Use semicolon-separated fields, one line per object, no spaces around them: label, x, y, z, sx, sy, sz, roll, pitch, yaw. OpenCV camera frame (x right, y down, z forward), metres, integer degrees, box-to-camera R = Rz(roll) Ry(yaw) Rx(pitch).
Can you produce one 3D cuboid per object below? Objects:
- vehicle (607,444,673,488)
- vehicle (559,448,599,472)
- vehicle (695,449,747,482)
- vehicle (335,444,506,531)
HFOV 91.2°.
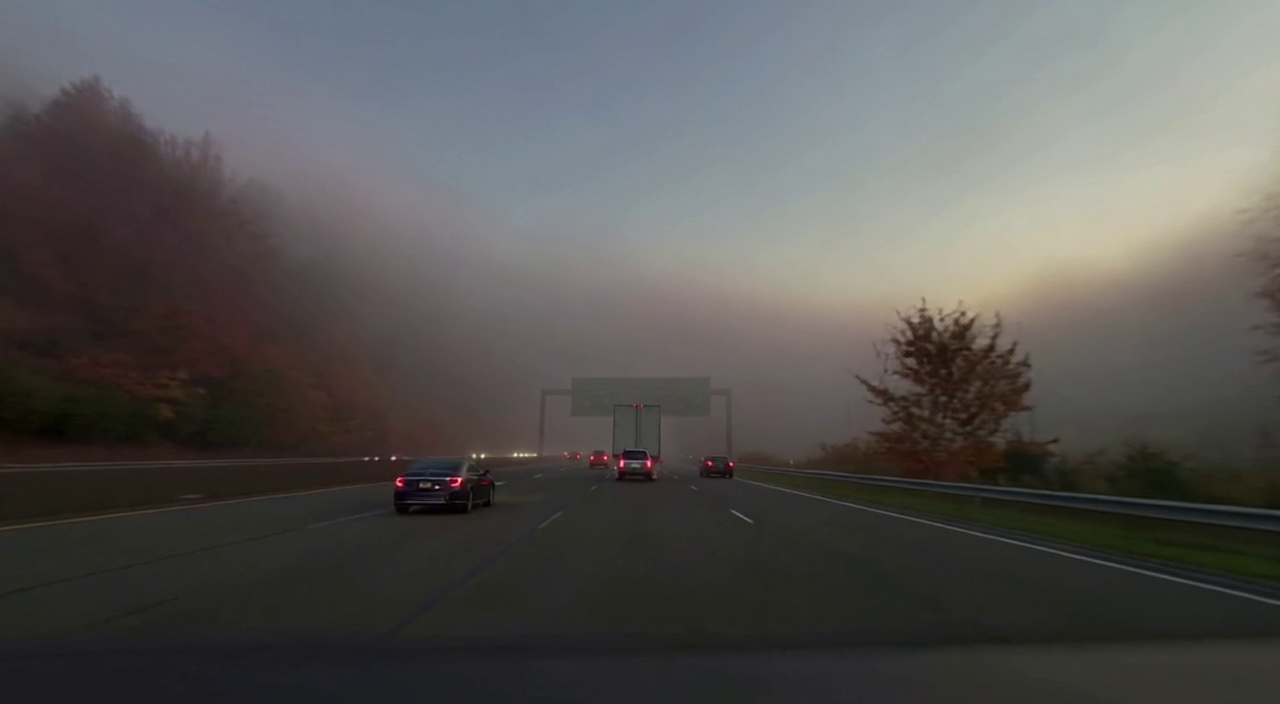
vehicle;-0.004;4.860;27.029;2.634;1.679;4.070;0;-9;0
vehicle;-4.478;7.995;46.654;2.545;1.679;4.267;0;-9;0
vehicle;4.148;5.845;32.658;2.035;1.571;4.413;0;-9;-1
vehicle;-4.229;2.662;12.909;2.017;1.469;4.113;0;-9;0
